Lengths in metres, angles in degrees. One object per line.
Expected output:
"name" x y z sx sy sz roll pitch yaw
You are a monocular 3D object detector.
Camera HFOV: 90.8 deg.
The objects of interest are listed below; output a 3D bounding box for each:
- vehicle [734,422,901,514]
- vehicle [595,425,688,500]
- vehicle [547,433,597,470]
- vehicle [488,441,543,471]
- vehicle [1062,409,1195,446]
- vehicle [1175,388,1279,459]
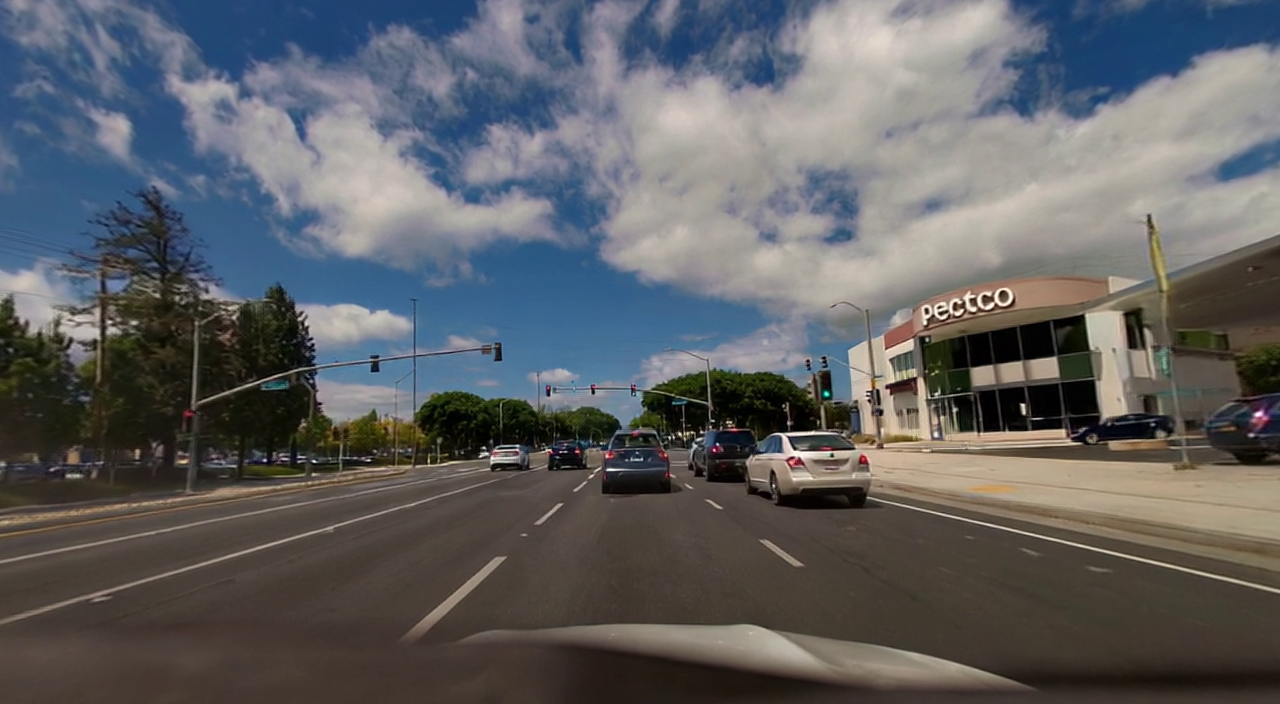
"vehicle" 3.594 2.458 13.879 2.198 1.660 4.512 0 -9 -2
"vehicle" -0.058 2.842 16.563 2.146 1.685 4.003 0 -9 -3
"vehicle" -3.466 5.190 32.966 2.106 1.778 4.444 0 -9 0
"vehicle" -6.534 5.506 33.650 1.954 1.473 4.350 0 -9 1
"vehicle" 23.966 3.744 31.134 4.854 1.712 2.017 0 -9 -1
"vehicle" 15.463 1.666 14.552 4.344 1.512 1.936 -1 -9 3
